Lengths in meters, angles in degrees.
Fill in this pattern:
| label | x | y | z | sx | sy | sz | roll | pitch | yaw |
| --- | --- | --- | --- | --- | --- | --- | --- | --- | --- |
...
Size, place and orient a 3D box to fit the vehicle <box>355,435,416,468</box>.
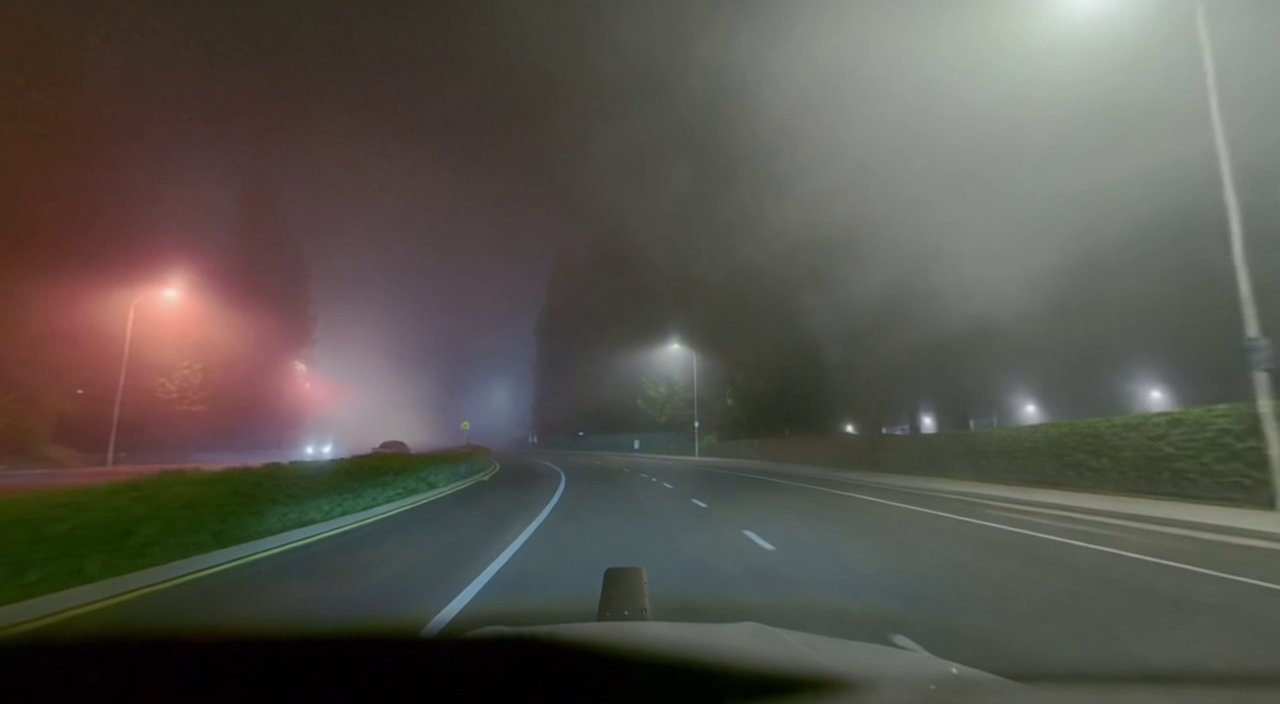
| label | x | y | z | sx | sy | sz | roll | pitch | yaw |
| --- | --- | --- | --- | --- | --- | --- | --- | --- | --- |
| vehicle | -14.914 | 5.848 | 37.260 | 2.349 | 1.790 | 4.940 | 1 | -9 | -11 |
